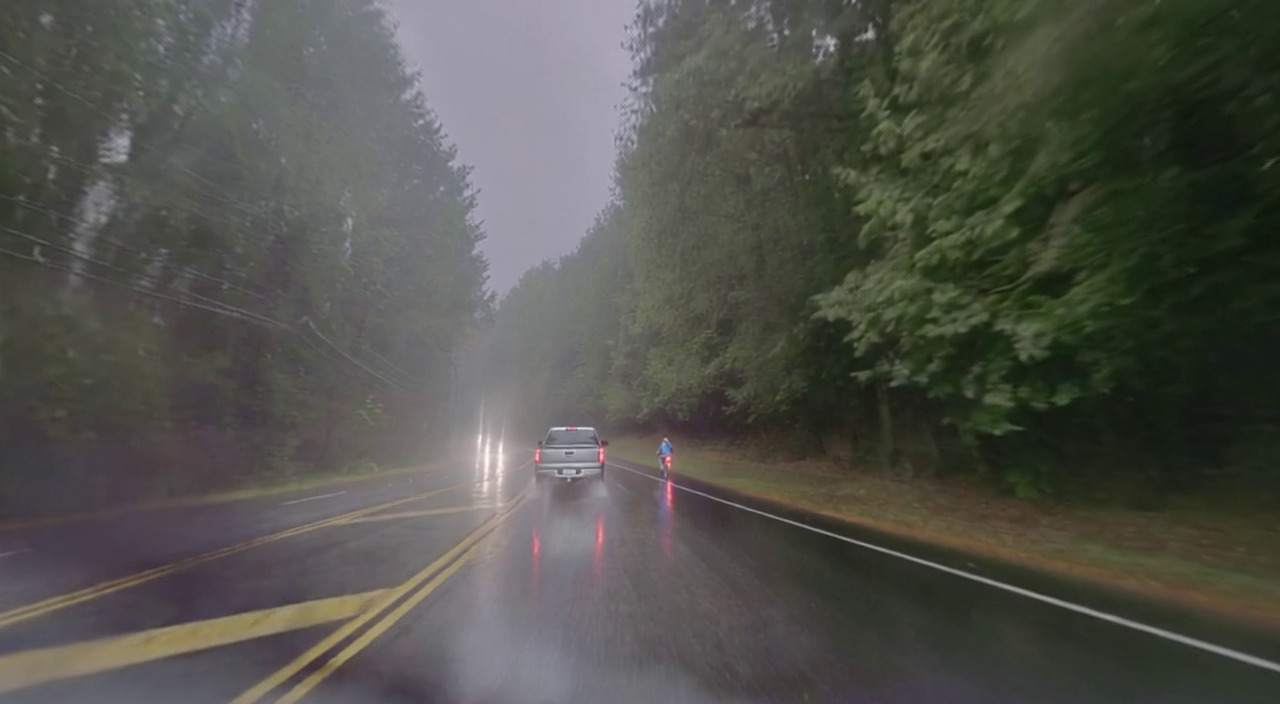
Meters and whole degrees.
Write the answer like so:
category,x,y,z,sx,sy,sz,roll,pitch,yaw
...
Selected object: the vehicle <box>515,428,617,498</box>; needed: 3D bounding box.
category,x,y,z,sx,sy,sz,roll,pitch,yaw
vehicle,-2.117,3.282,19.162,2.631,1.798,5.331,0,-8,-4
